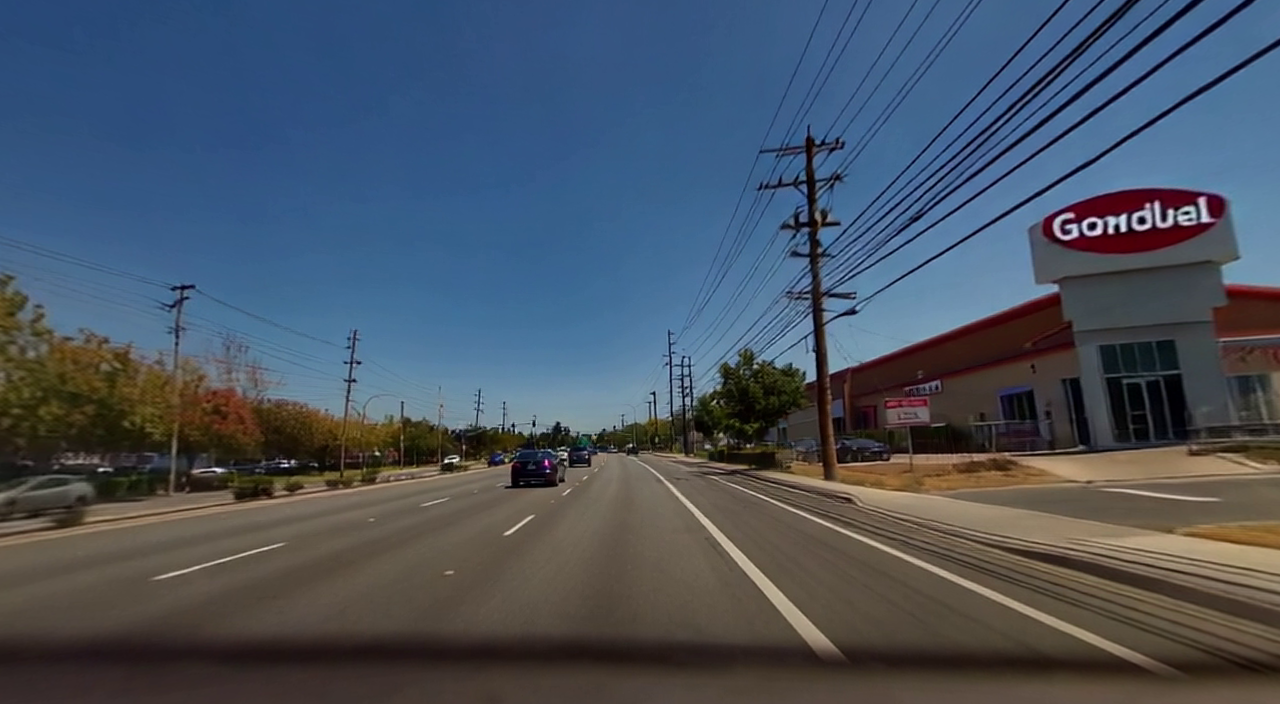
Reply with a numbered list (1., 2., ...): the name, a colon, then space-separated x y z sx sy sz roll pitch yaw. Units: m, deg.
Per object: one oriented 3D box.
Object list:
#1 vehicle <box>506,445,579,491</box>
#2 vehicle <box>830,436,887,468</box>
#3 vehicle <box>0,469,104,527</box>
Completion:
1. vehicle: -3.425 4.165 22.995 1.942 1.469 4.426 0 -9 0
2. vehicle: 12.183 5.616 35.337 1.894 1.671 4.290 -1 -9 4
3. vehicle: -19.640 4.521 19.772 1.925 1.554 4.271 1 -9 -2
